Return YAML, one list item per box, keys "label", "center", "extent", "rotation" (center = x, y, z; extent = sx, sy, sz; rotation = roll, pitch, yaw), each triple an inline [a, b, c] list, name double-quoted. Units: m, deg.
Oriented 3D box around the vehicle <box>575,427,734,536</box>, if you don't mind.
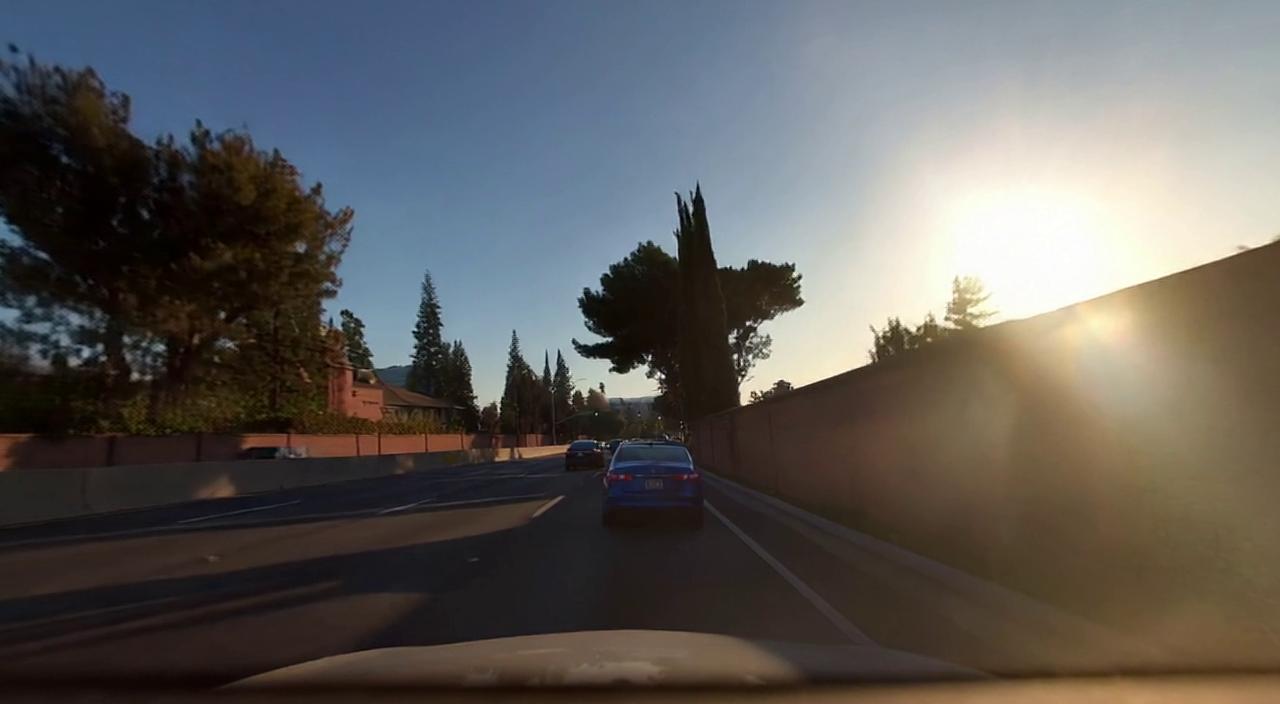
- label: "vehicle"
  center: [0.176, 2.126, 11.005]
  extent: [2.205, 1.509, 4.272]
  rotation: [0, -8, -1]
